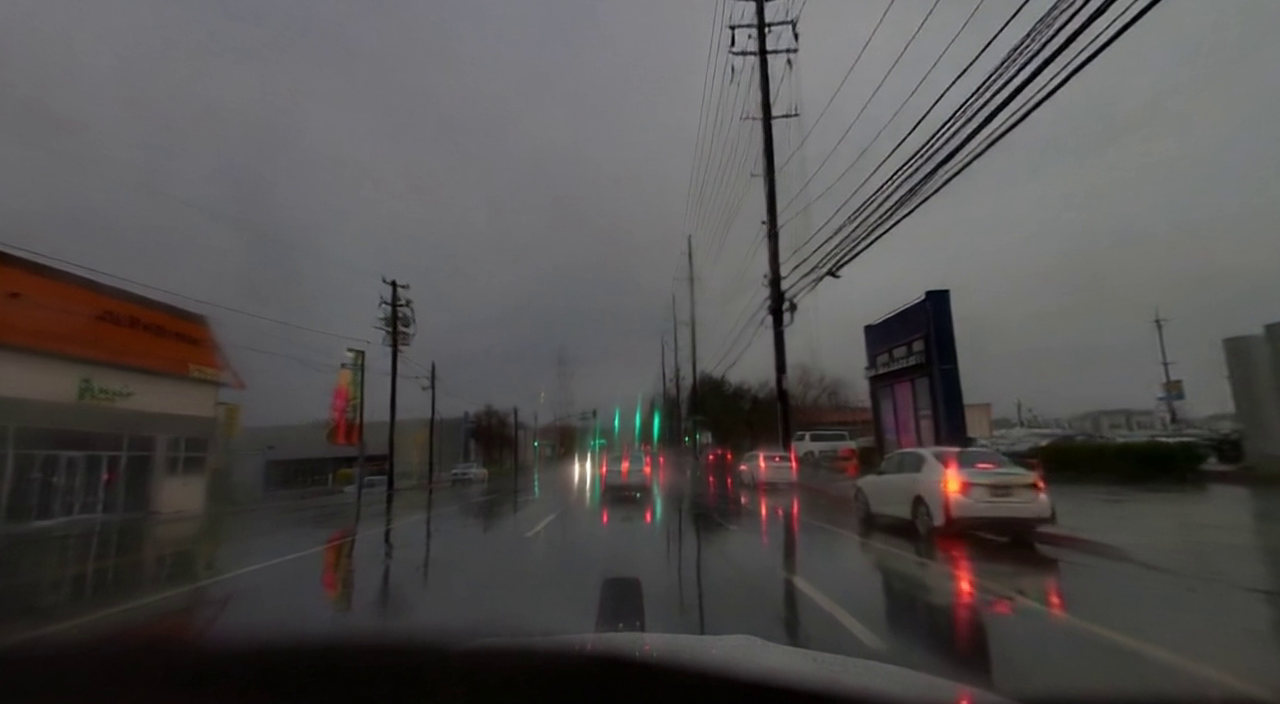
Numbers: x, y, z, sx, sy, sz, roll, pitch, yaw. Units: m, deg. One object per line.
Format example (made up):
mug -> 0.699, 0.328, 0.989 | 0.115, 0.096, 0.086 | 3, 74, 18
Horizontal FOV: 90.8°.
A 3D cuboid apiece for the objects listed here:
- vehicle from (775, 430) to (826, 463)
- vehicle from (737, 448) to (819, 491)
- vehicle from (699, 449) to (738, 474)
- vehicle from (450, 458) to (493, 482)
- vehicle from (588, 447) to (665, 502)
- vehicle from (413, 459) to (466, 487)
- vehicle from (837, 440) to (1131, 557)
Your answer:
vehicle -> 11.309, 6.710, 44.980 | 2.329, 2.145, 5.841 | 1, -8, 2
vehicle -> 5.115, 4.403, 24.103 | 1.987, 1.459, 4.677 | 0, -9, -1
vehicle -> 5.179, 7.309, 42.465 | 1.937, 1.523, 4.541 | 0, -9, -1
vehicle -> -11.534, 8.111, 43.601 | 1.817, 1.480, 4.282 | 0, -9, 0
vehicle -> -0.354, 3.688, 19.457 | 2.116, 1.479, 3.980 | 0, -9, 0
vehicle -> -11.800, 7.127, 37.481 | 1.828, 1.457, 4.371 | 0, -9, -2
vehicle -> 5.203, 2.256, 10.626 | 2.108, 1.471, 4.948 | 0, -9, -1
